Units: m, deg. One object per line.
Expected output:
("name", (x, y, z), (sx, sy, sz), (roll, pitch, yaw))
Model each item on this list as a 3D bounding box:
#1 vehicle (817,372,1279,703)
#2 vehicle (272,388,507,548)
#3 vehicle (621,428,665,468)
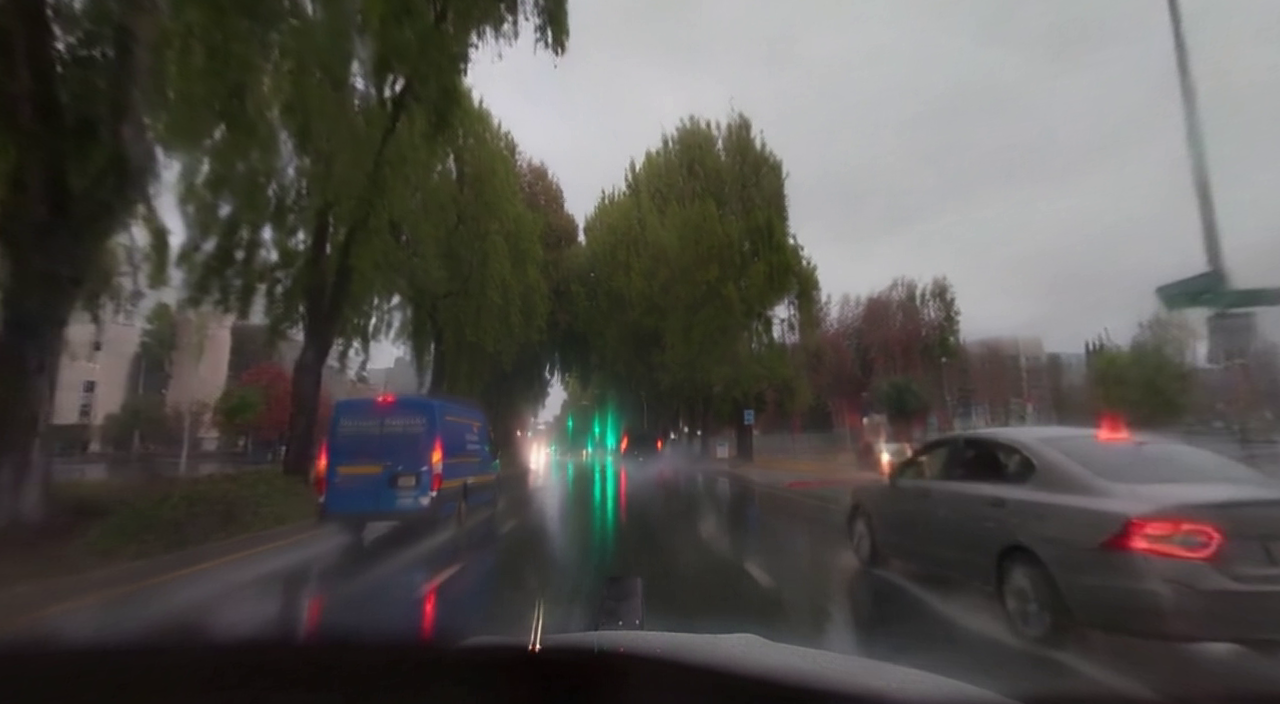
("vehicle", (3.252, 1.265, 5.163), (2.087, 1.658, 4.612), (0, -9, -2))
("vehicle", (-3.974, 1.958, 11.171), (2.420, 2.227, 4.499), (0, -9, -2))
("vehicle", (0.129, 6.675, 44.088), (2.397, 2.566, 5.324), (1, -9, -6))
